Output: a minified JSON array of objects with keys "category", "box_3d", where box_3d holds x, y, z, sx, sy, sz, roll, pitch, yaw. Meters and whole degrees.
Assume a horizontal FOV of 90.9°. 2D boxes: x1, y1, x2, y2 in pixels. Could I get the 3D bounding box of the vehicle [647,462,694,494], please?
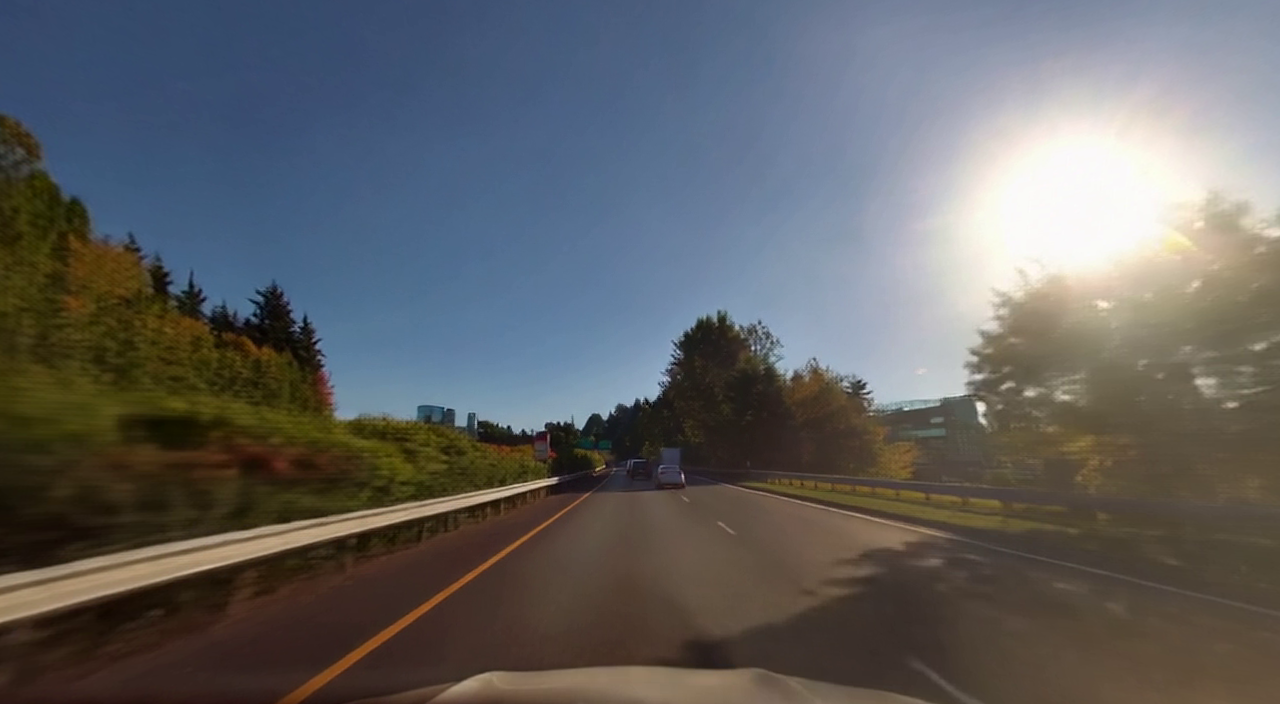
[{"category":"vehicle","box_3d":[1.479,6.332,31.880,1.976,1.467,3.783,1,-10,-3]}]
